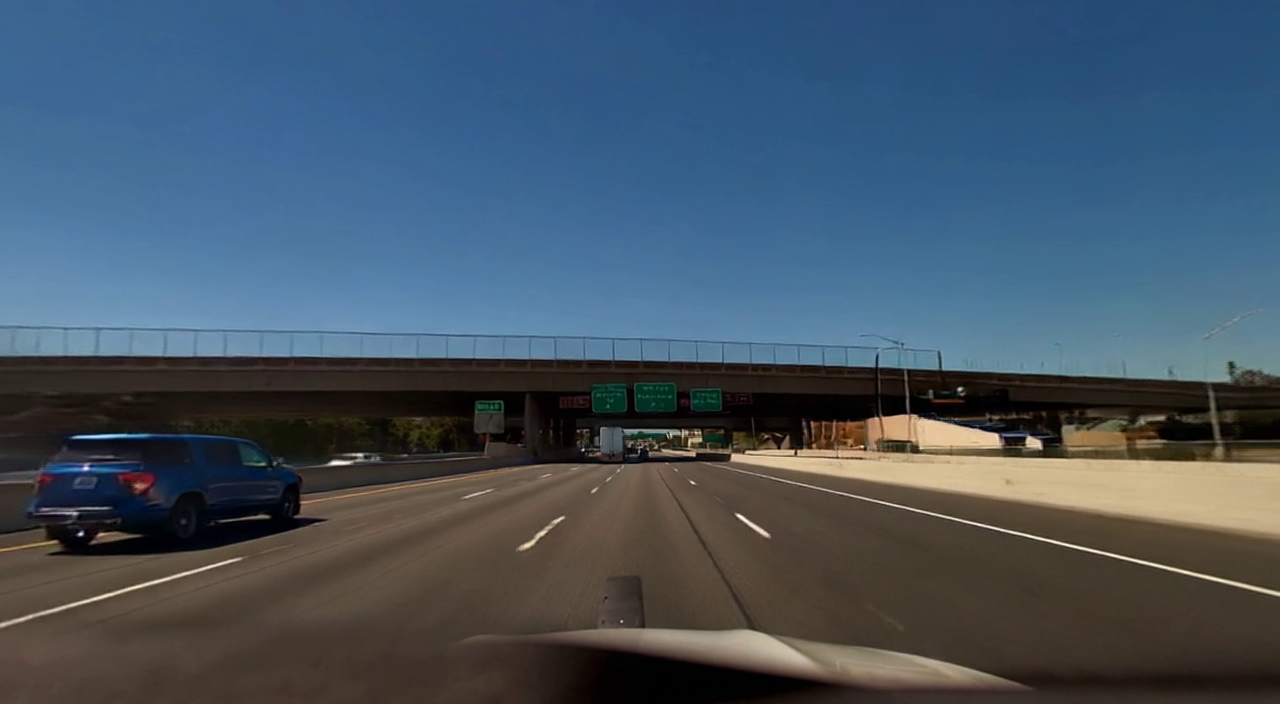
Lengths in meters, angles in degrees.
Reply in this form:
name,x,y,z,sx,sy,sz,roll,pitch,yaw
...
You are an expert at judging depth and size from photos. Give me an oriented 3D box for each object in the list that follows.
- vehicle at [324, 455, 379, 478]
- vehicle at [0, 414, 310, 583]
name,x,y,z,sx,sy,sz,roll,pitch,yaw
vehicle,-21.455,8.480,47.024,1.830,1.554,4.619,0,-9,1
vehicle,-7.067,1.870,8.912,2.168,1.729,4.724,0,-9,1
